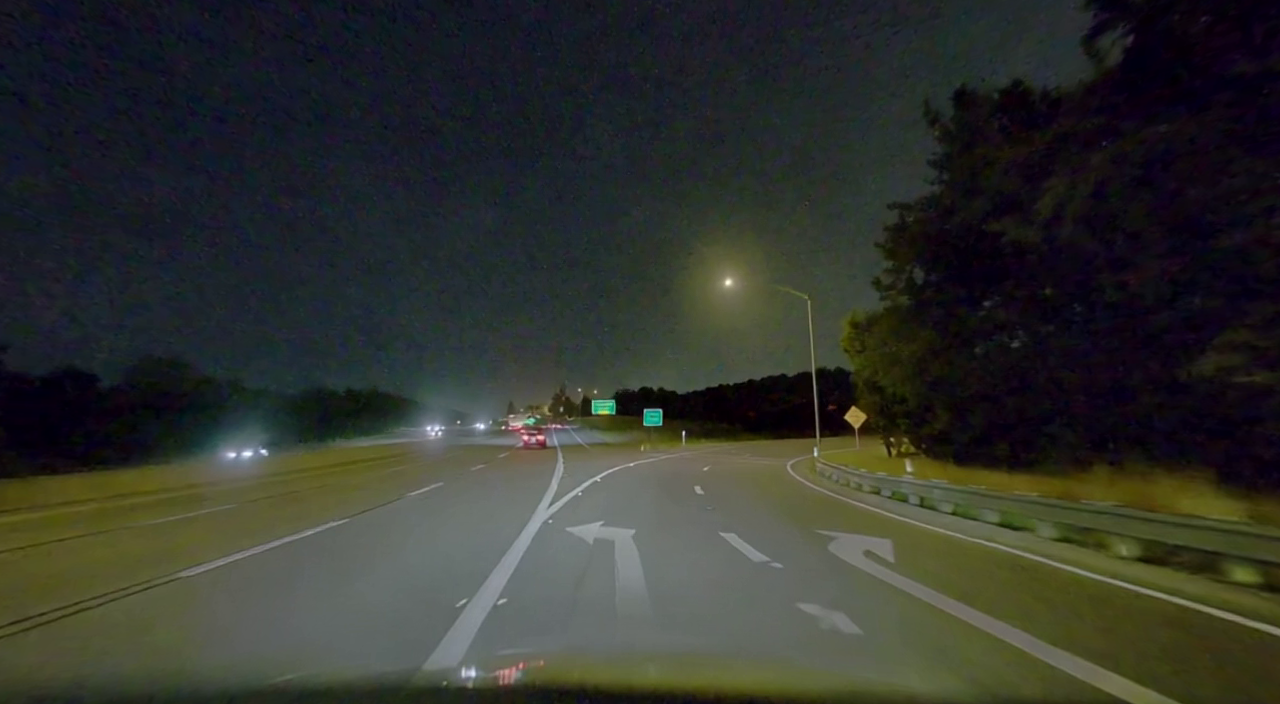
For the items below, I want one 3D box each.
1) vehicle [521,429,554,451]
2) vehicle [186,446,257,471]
[{"bbox_3d":[-7.190,6.223,44.631,2.108,1.472,4.099,1,-9,-7],"label":"vehicle"},{"bbox_3d":[-27.105,6.873,41.090,1.943,1.468,4.460,1,-9,-6],"label":"vehicle"}]
